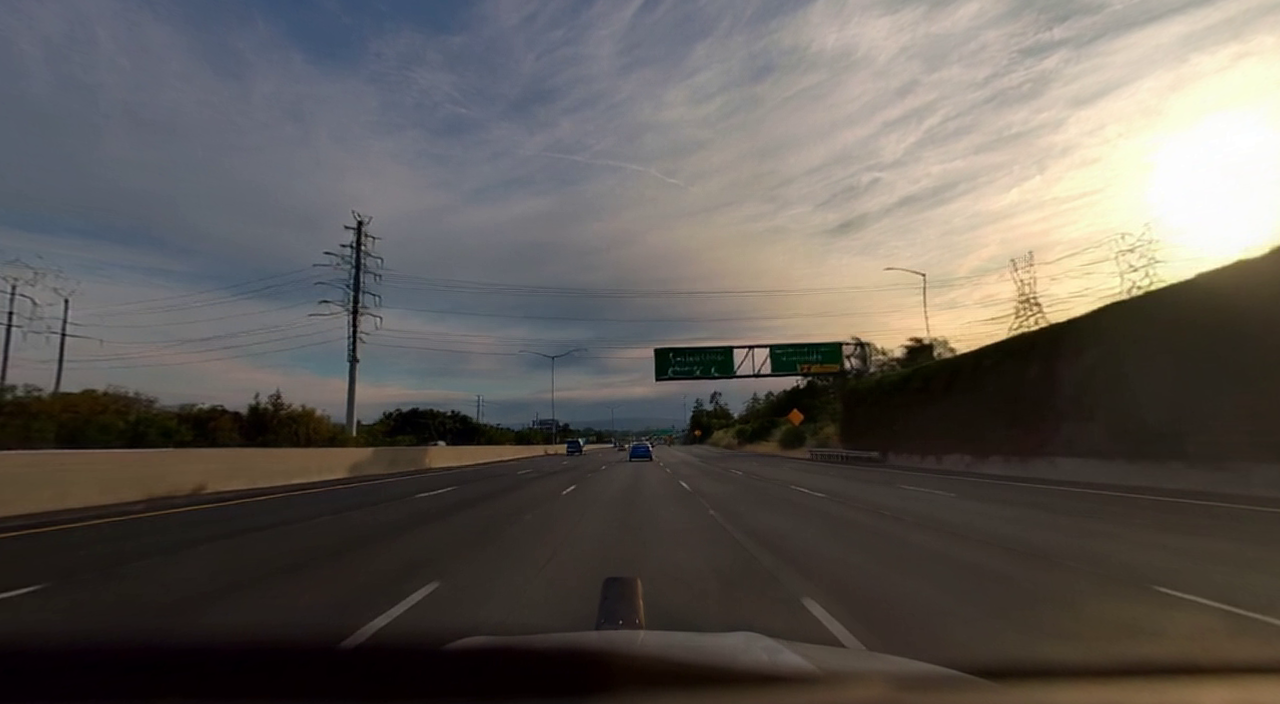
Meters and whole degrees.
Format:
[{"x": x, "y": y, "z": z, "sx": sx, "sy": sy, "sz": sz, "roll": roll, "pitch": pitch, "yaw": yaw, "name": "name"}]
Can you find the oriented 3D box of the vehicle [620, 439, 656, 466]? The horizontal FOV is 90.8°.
[{"x": -0.155, "y": 6.186, "z": 38.921, "sx": 2.074, "sy": 1.574, "sz": 3.971, "roll": 0, "pitch": -8, "yaw": -1, "name": "vehicle"}]
